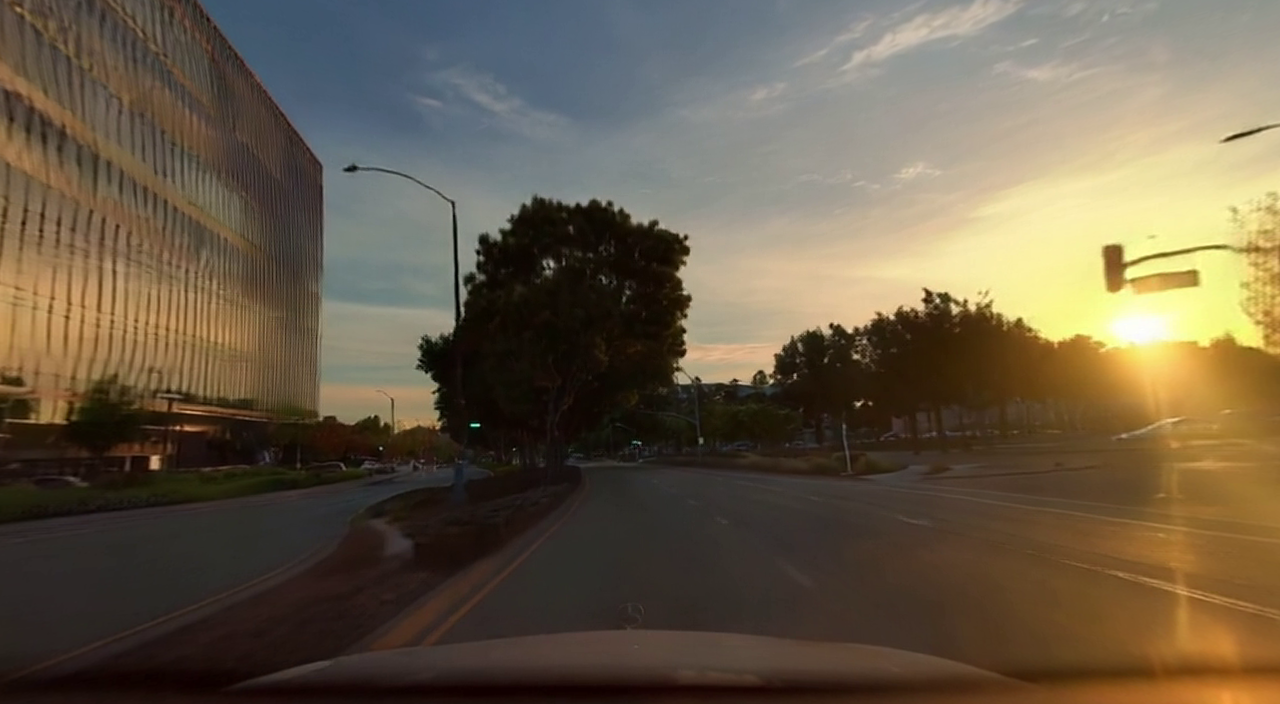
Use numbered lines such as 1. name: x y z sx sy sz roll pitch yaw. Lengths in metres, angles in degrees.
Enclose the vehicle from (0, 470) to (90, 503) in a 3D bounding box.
1. vehicle: -35.361 7.894 36.957 4.371 1.550 1.793 -2 -6 -7
